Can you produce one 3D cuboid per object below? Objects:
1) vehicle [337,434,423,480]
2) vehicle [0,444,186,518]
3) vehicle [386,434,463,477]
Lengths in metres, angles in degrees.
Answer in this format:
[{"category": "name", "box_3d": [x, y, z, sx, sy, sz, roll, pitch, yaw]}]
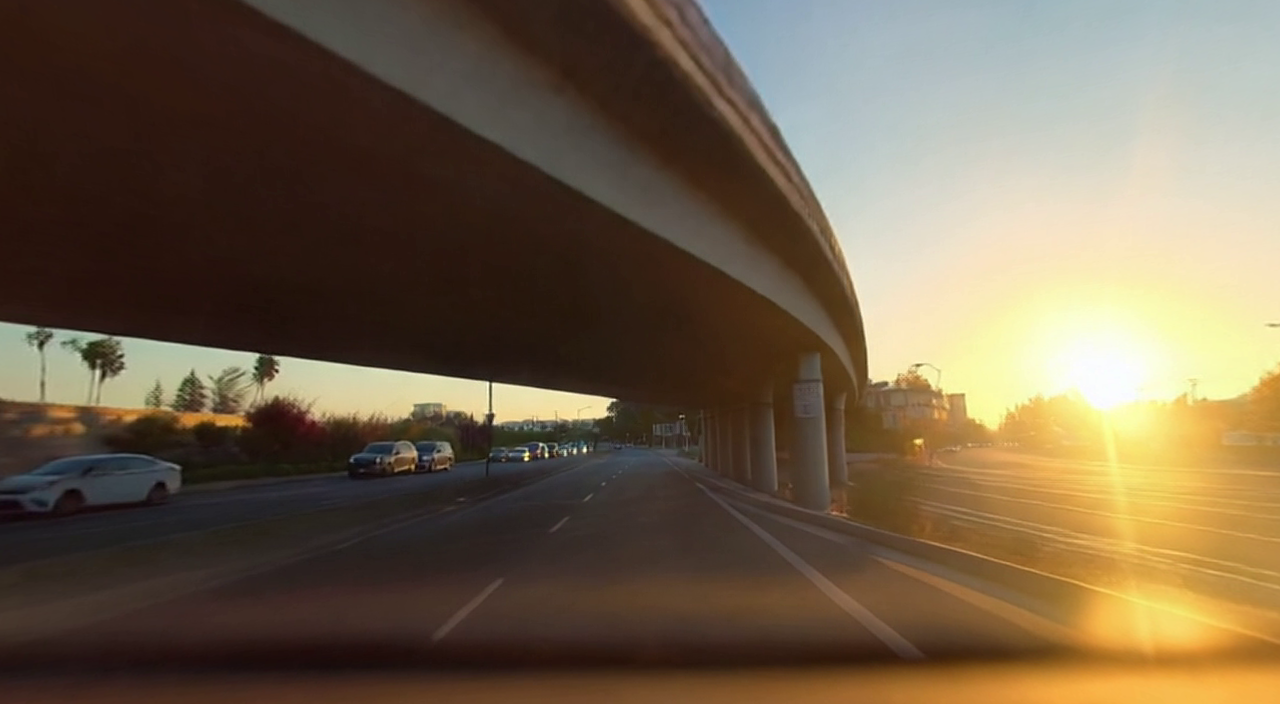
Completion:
[{"category": "vehicle", "box_3d": [-13.026, 5.298, 32.117, 2.136, 2.016, 5.354, 2, -9, -2]}, {"category": "vehicle", "box_3d": [-13.644, 3.042, 15.361, 1.847, 1.498, 4.368, 1, -10, 2]}, {"category": "vehicle", "box_3d": [-12.961, 6.251, 38.581, 2.307, 2.349, 6.335, 1, -8, 1]}]
